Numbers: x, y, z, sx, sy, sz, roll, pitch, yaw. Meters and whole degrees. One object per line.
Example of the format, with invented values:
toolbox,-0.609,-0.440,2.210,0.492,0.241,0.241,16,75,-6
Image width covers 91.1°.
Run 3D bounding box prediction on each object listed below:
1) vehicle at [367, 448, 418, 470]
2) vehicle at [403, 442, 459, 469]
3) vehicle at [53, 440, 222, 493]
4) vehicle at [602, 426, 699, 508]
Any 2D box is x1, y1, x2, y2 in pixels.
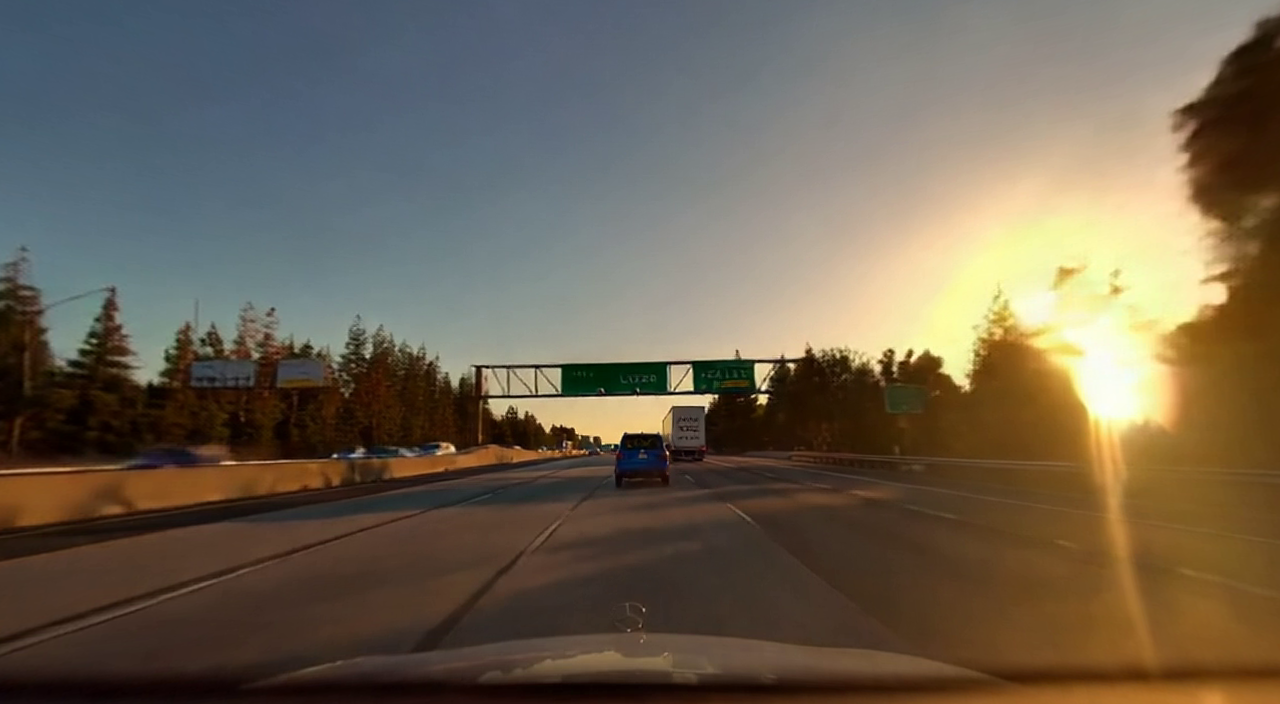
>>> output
vehicle,-18.469,8.004,47.049,1.971,1.518,4.297,0,-8,1
vehicle,-15.005,7.458,45.413,2.097,1.813,5.472,0,-8,1
vehicle,-19.056,4.319,24.243,2.092,1.801,5.217,0,-8,1
vehicle,0.247,2.757,15.472,2.054,1.706,4.201,0,-8,1
